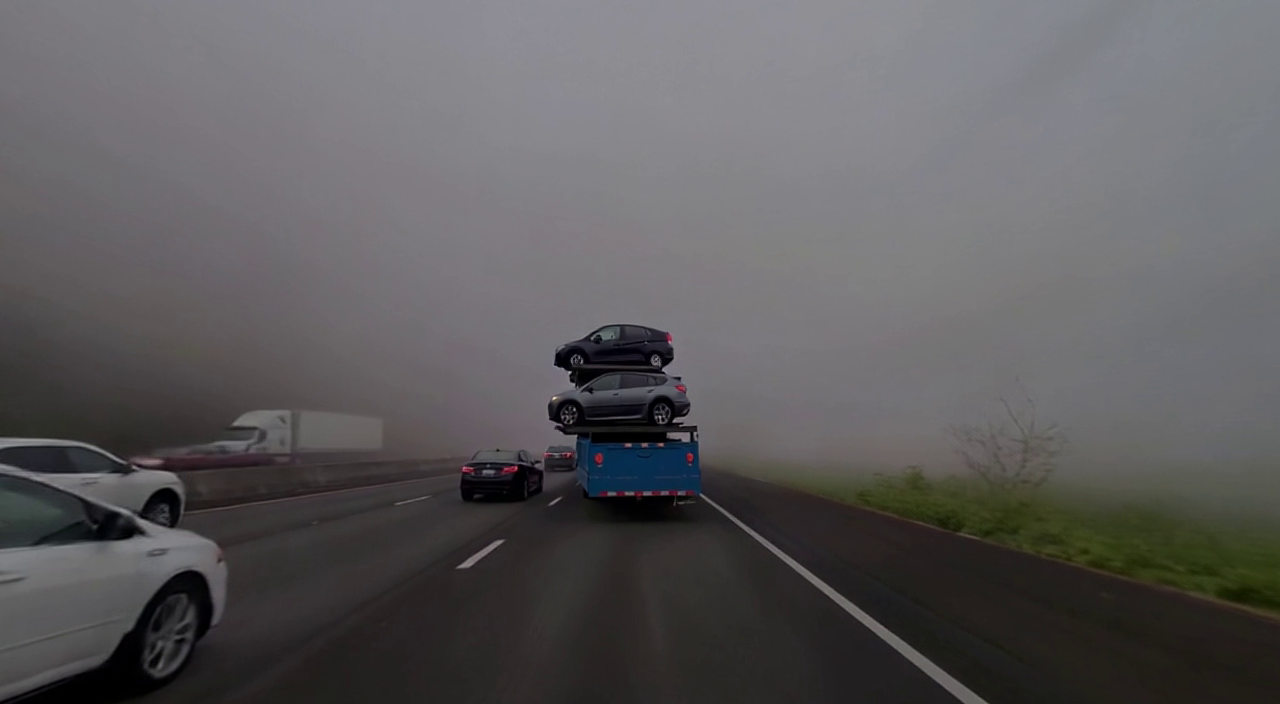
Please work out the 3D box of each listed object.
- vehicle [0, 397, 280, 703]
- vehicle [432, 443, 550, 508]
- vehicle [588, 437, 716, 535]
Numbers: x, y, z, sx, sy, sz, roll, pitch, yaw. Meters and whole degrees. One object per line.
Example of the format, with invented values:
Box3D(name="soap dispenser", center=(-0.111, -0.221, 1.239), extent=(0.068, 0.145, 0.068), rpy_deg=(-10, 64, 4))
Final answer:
Box3D(name="vehicle", center=(-3.369, 0.892, 2.071), extent=(2.149, 1.497, 3.753), rpy_deg=(0, -9, 0))
Box3D(name="vehicle", center=(-3.760, 3.210, 16.840), extent=(1.947, 1.470, 4.526), rpy_deg=(0, -9, 1))
Box3D(name="vehicle", center=(0.176, 2.357, 11.593), extent=(1.991, 1.507, 3.391), rpy_deg=(0, -9, 0))
